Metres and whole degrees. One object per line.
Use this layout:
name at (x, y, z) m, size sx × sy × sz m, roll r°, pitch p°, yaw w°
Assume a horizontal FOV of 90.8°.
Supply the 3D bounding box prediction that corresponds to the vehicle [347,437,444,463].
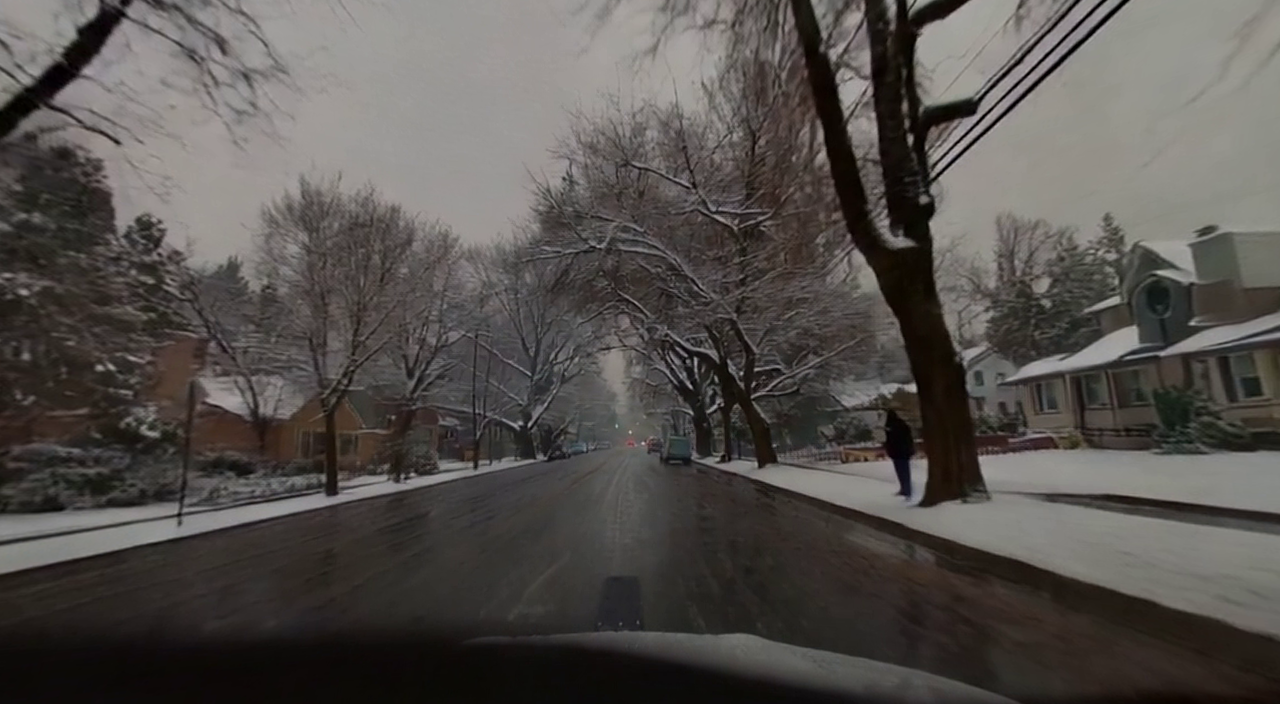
vehicle at (-17.211, 6.897, 44.664) m, size 5.902 × 1.796 × 2.183 m, roll 0°, pitch -8°, yaw -2°

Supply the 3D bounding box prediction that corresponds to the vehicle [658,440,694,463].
vehicle at (2.352, 6.670, 42.603) m, size 2.022 × 1.455 × 4.406 m, roll 0°, pitch -8°, yaw -2°
